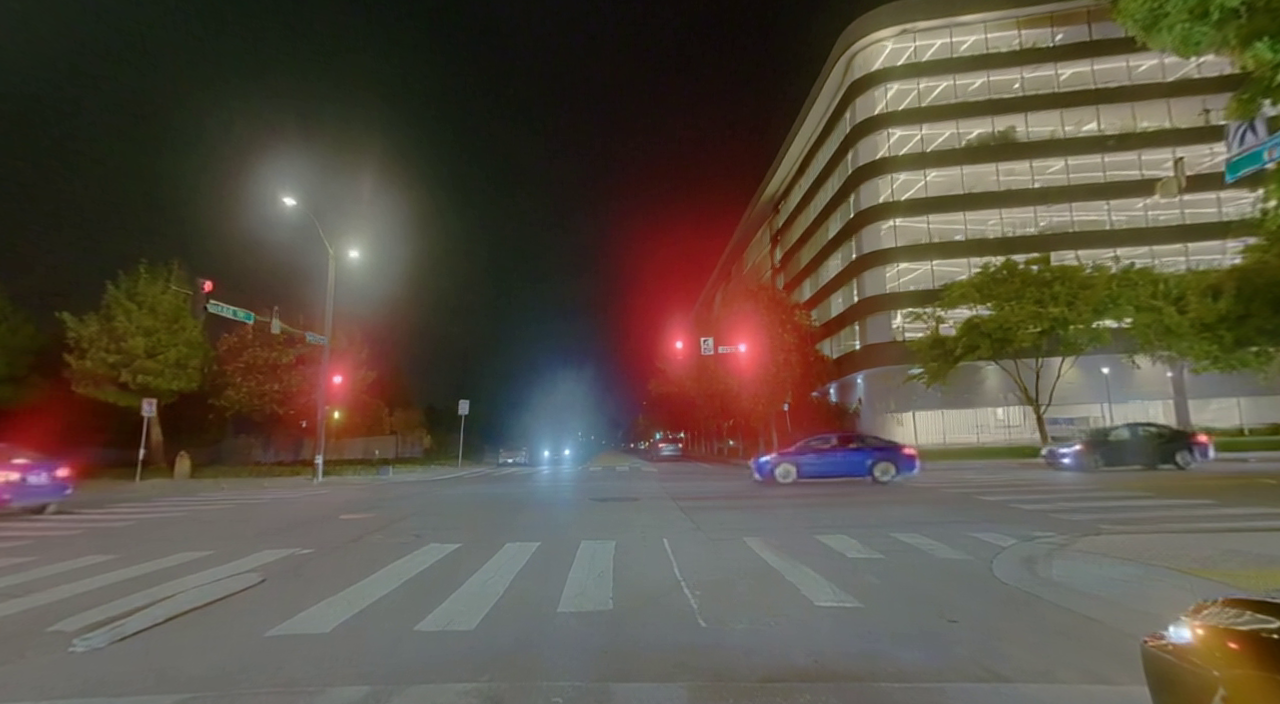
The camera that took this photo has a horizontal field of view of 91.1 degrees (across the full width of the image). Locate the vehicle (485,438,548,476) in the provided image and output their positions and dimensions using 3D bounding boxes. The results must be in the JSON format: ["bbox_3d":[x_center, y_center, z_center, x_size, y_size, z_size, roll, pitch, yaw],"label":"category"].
[{"bbox_3d":[-5.963,5.102,30.778,2.115,1.690,4.322,0,-8,1],"label":"vehicle"}]

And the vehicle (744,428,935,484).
[{"bbox_3d":[5.364,2.857,17.372,4.613,1.443,1.883,0,-8,0],"label":"vehicle"}]

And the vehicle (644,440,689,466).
[{"bbox_3d":[1.541,6.090,38.166,2.031,1.442,4.446,1,-8,-7],"label":"vehicle"}]

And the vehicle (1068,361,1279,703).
[{"bbox_3d":[2.885,0.664,0.831,1.947,1.576,3.825,0,-8,1],"label":"vehicle"}]
